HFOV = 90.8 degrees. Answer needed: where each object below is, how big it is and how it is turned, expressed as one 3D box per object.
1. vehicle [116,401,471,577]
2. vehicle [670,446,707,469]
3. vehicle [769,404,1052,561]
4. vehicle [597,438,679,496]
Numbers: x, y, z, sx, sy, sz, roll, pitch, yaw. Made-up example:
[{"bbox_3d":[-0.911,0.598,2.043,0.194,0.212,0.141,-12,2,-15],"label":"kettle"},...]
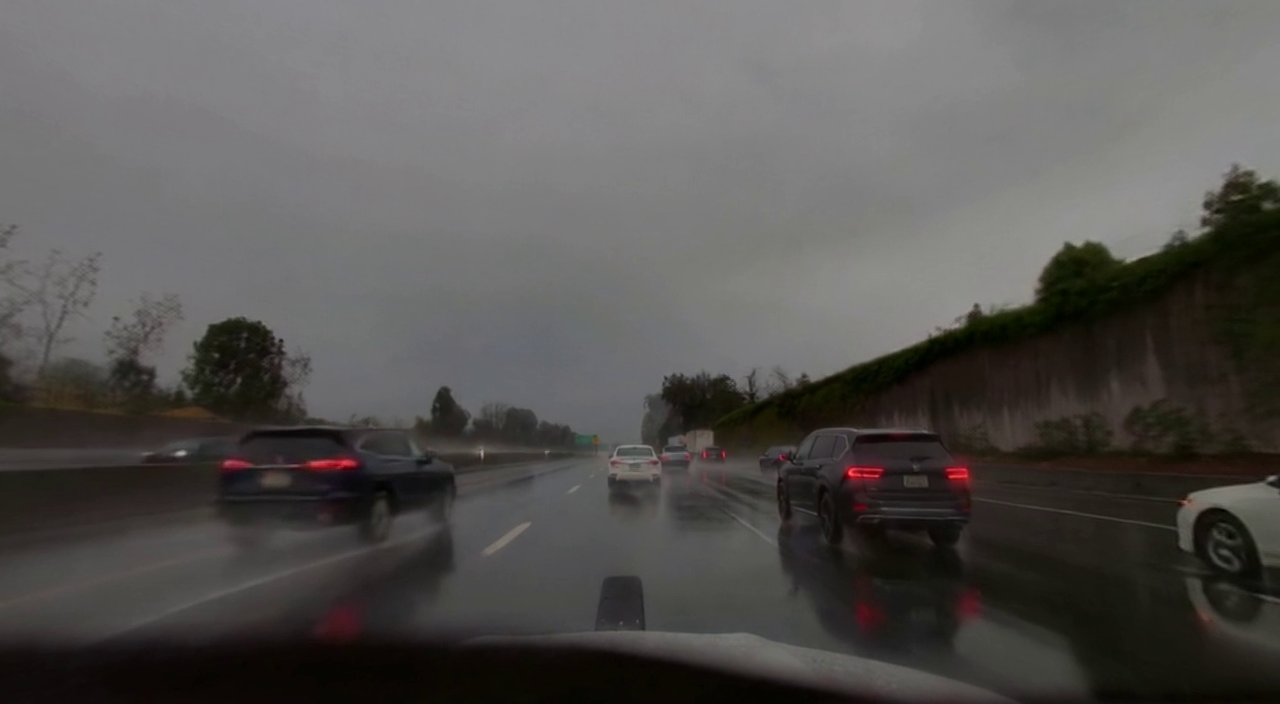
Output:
[{"bbox_3d":[-4.218,1.773,9.028,2.218,1.776,5.031,0,-9,0],"label":"vehicle"},{"bbox_3d":[3.244,7.191,43.281,1.998,1.490,4.296,0,-9,-3],"label":"vehicle"},{"bbox_3d":[3.621,1.856,9.713,2.162,1.800,4.693,0,-9,-1],"label":"vehicle"},{"bbox_3d":[-0.105,3.280,18.374,2.098,1.475,3.997,0,-9,-1],"label":"vehicle"}]
